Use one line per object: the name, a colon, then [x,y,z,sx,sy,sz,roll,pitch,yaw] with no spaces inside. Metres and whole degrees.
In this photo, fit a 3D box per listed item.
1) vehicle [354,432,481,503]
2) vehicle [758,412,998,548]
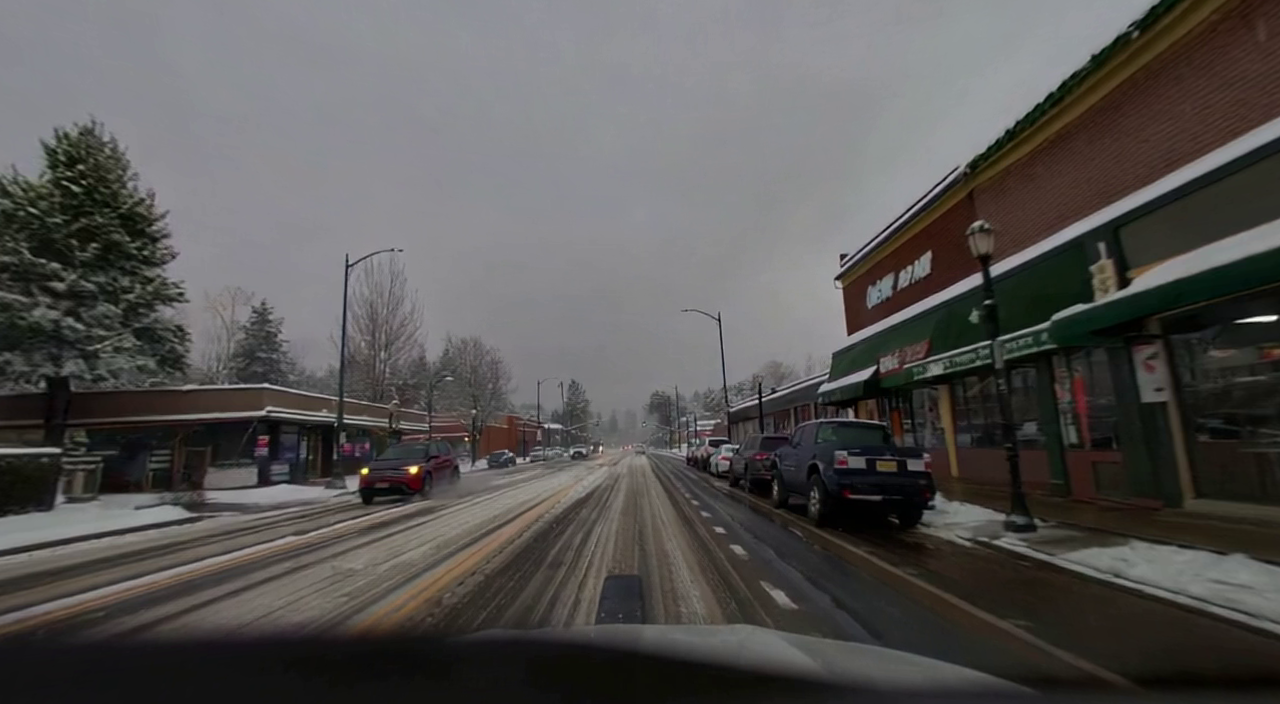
vehicle: [-6.452,3.402,19.032,2.098,1.838,4.718,0,-8,0]
vehicle: [3.877,2.227,11.869,2.164,1.880,6.057,0,-8,0]
